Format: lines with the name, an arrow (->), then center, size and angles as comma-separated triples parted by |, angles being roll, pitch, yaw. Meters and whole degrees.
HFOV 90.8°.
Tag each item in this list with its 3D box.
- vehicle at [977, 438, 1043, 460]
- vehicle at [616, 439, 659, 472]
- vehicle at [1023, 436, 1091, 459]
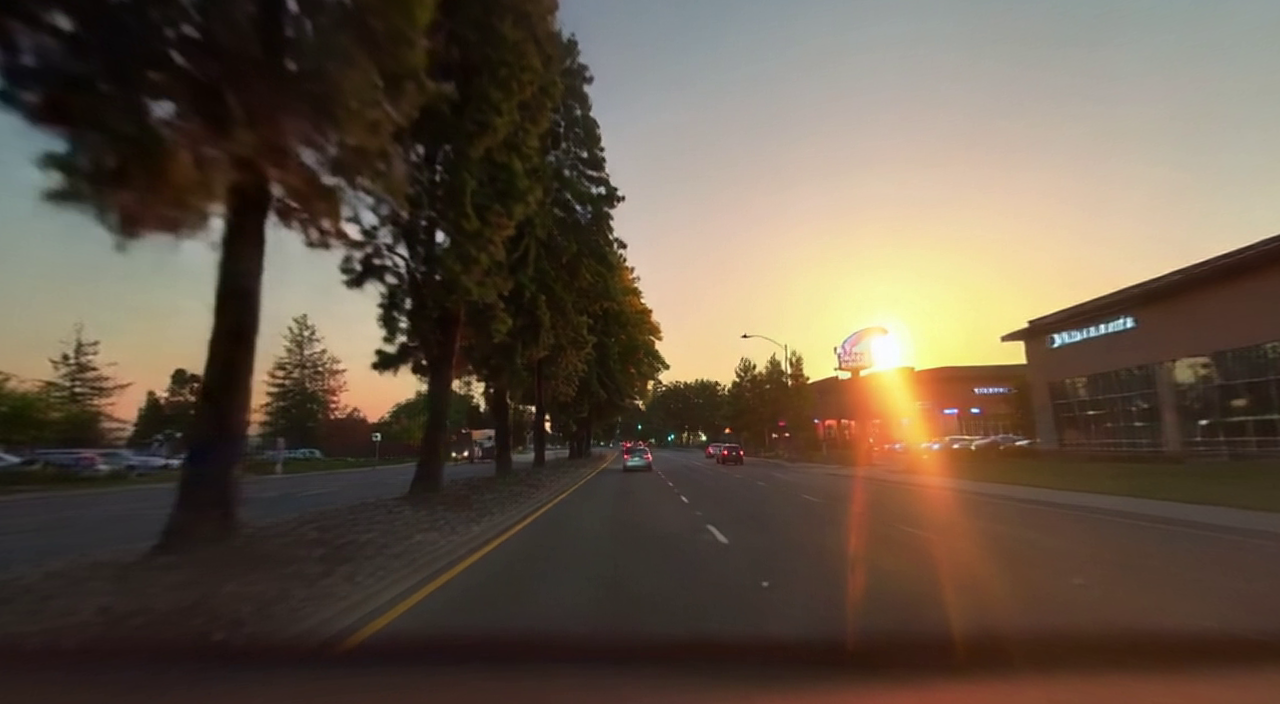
vehicle -> 26.636, 6.972, 45.655 | 1.840, 1.446, 4.820 | -1, -8, 0
vehicle -> -0.186, 5.408, 33.234 | 2.072, 1.545, 4.578 | 0, -8, -1
vehicle -> 29.413, 6.788, 44.728 | 1.805, 1.481, 4.351 | -1, -9, -1
